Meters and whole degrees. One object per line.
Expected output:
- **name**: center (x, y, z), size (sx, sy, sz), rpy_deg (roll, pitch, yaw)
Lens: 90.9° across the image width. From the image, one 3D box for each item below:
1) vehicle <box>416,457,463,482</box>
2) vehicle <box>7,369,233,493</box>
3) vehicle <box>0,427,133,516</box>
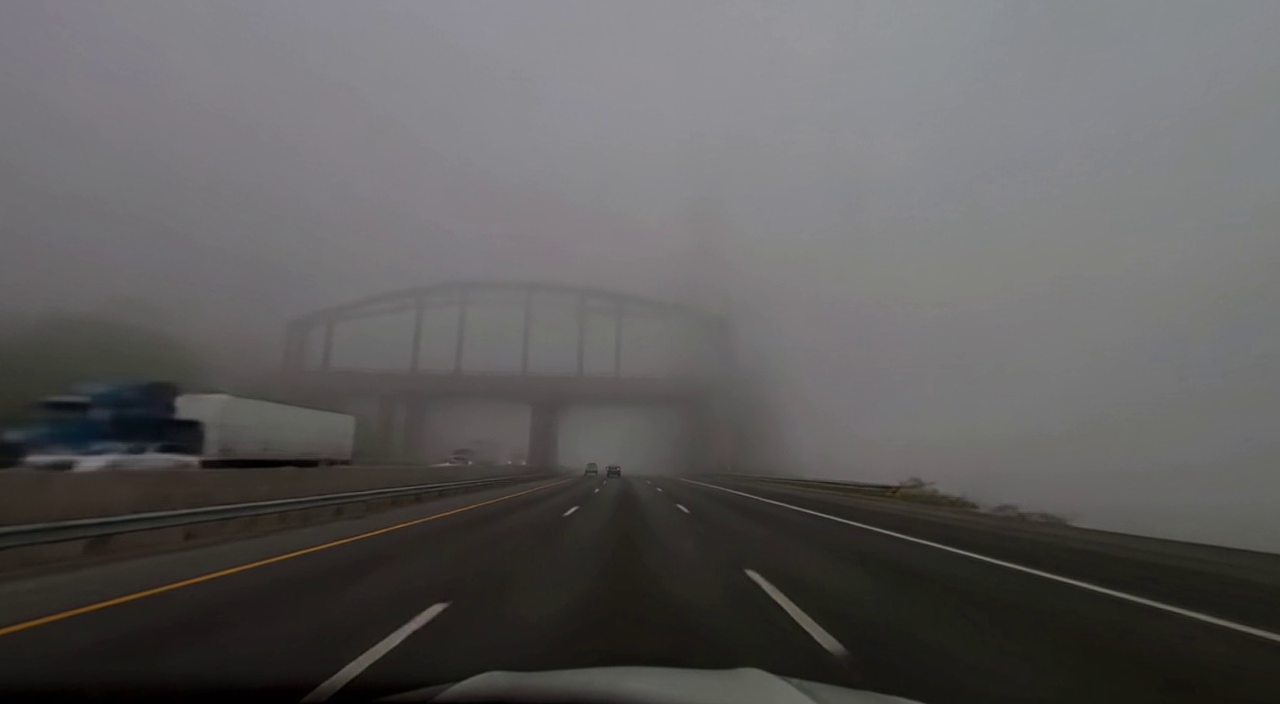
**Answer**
- **vehicle**: center (-12.967, 7.628, 40.938), size (1.834, 1.464, 3.783), rpy_deg (1, -10, -1)
- **vehicle**: center (-18.700, 3.065, 23.354), size (2.942, 3.979, 5.819), rpy_deg (0, -10, 2)
- **vehicle**: center (-12.061, 2.185, 11.566), size (1.875, 1.516, 4.293), rpy_deg (1, -10, 0)
